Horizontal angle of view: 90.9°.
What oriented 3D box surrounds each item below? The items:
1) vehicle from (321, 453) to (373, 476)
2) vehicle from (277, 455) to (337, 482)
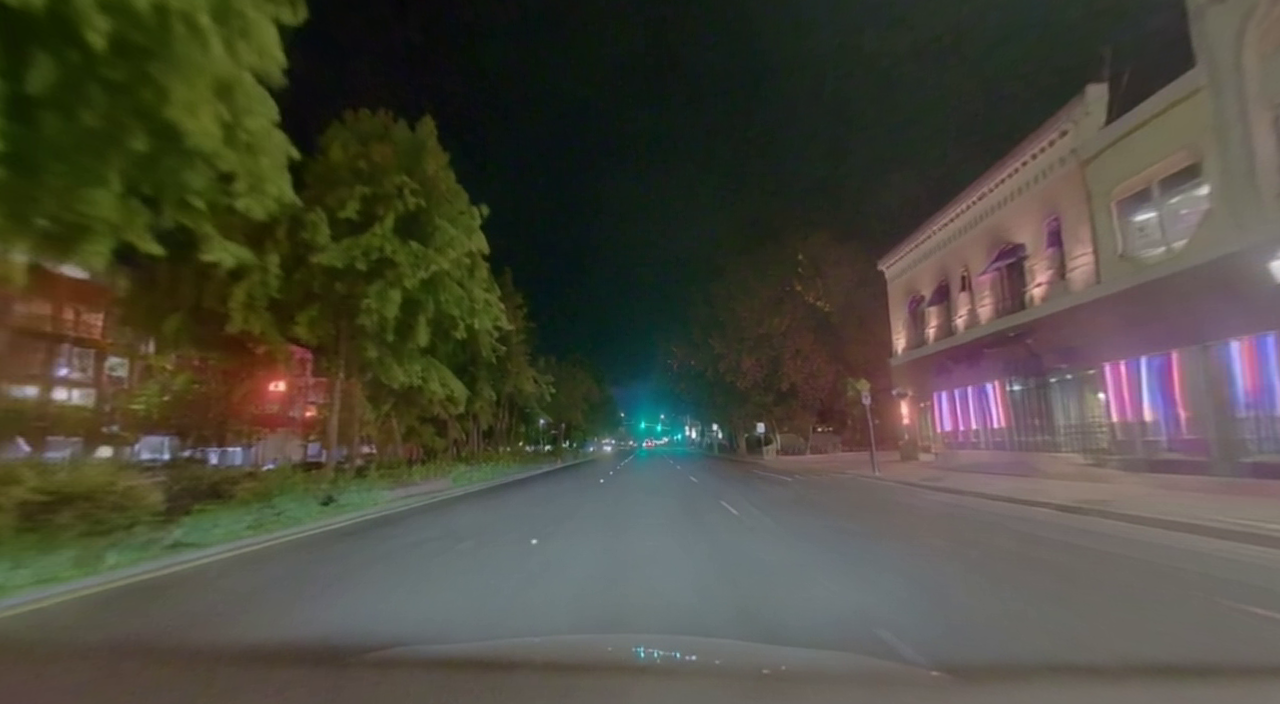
[{"bbox_3d":[-21.779,8.353,47.043,1.820,1.481,4.325,-3,-9,1],"label":"vehicle"},{"bbox_3d":[-21.996,7.664,41.760,1.883,1.546,3.930,-1,-8,-1],"label":"vehicle"}]
